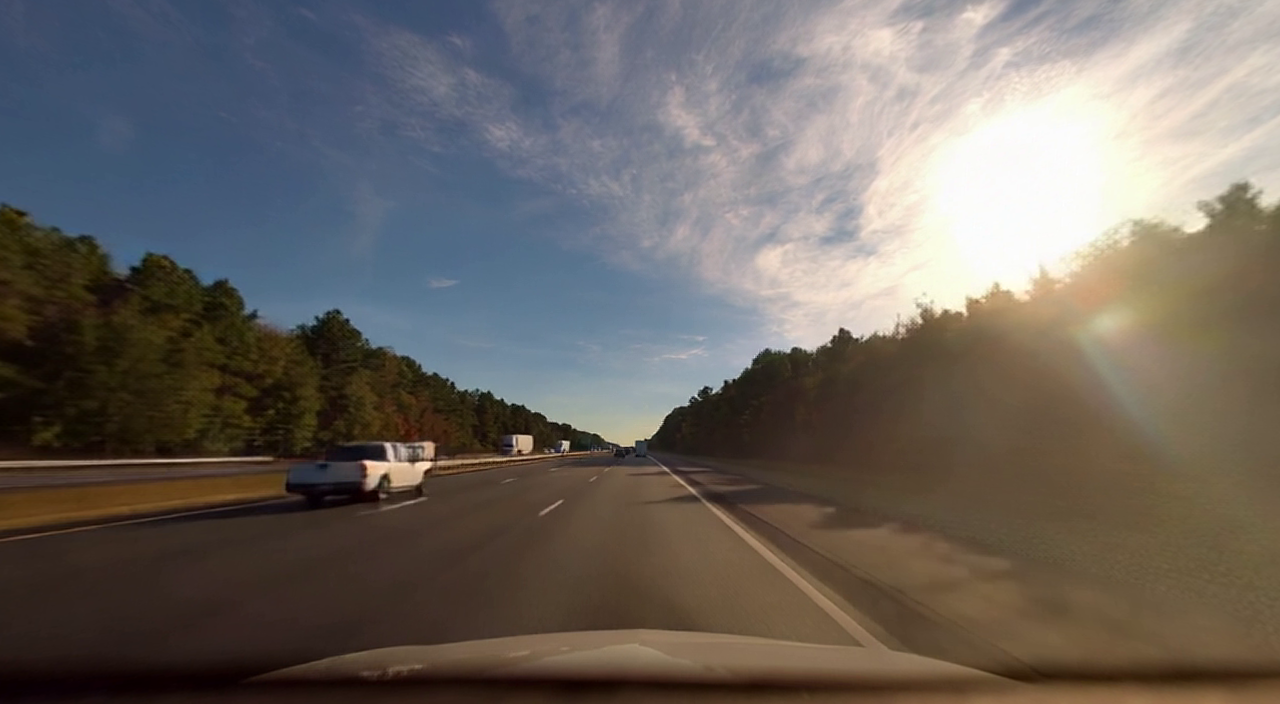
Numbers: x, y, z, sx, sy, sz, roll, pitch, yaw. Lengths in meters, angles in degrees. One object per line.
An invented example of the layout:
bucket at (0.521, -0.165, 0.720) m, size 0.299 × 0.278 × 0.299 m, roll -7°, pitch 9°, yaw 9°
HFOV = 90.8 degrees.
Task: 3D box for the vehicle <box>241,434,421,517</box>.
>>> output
vehicle at (-7.046, 2.847, 15.028) m, size 2.115 × 1.664 × 4.259 m, roll 0°, pitch -9°, yaw 0°
